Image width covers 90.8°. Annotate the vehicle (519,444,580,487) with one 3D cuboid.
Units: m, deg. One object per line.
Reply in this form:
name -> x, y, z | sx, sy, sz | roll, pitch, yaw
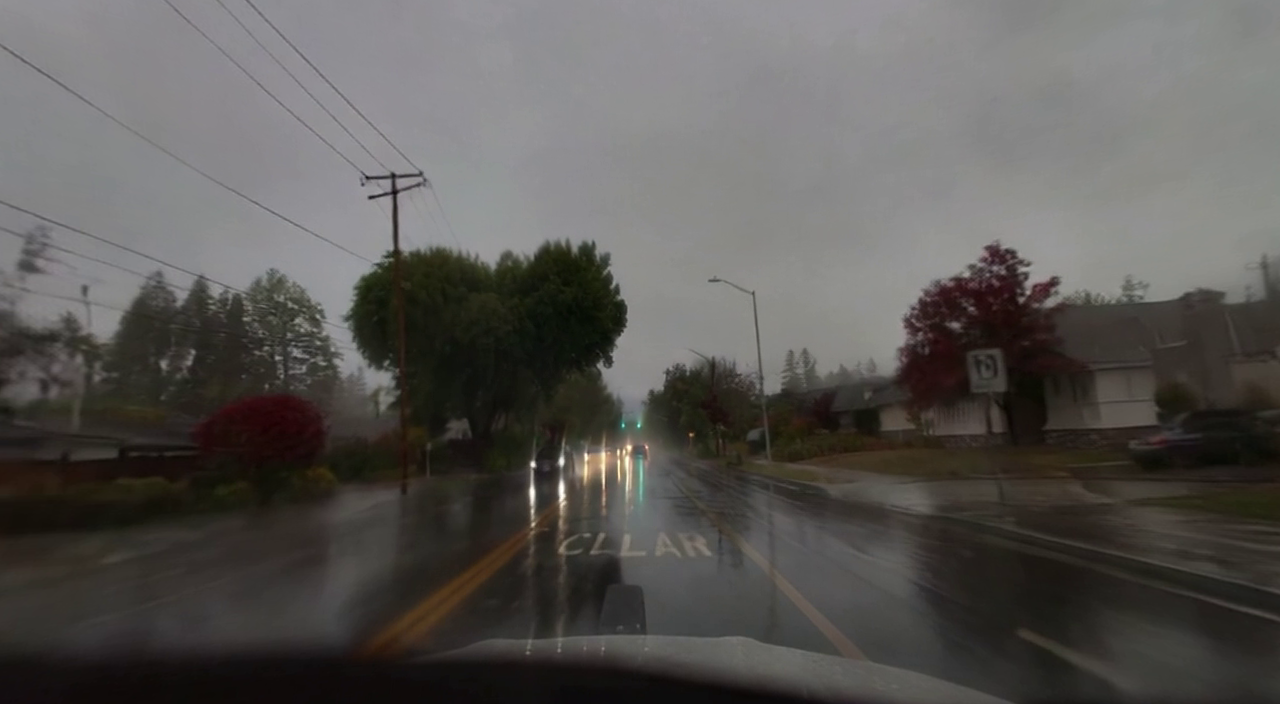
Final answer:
vehicle -> -3.687, 4.706, 26.512 | 1.974, 1.604, 4.156 | -1, -9, 0
